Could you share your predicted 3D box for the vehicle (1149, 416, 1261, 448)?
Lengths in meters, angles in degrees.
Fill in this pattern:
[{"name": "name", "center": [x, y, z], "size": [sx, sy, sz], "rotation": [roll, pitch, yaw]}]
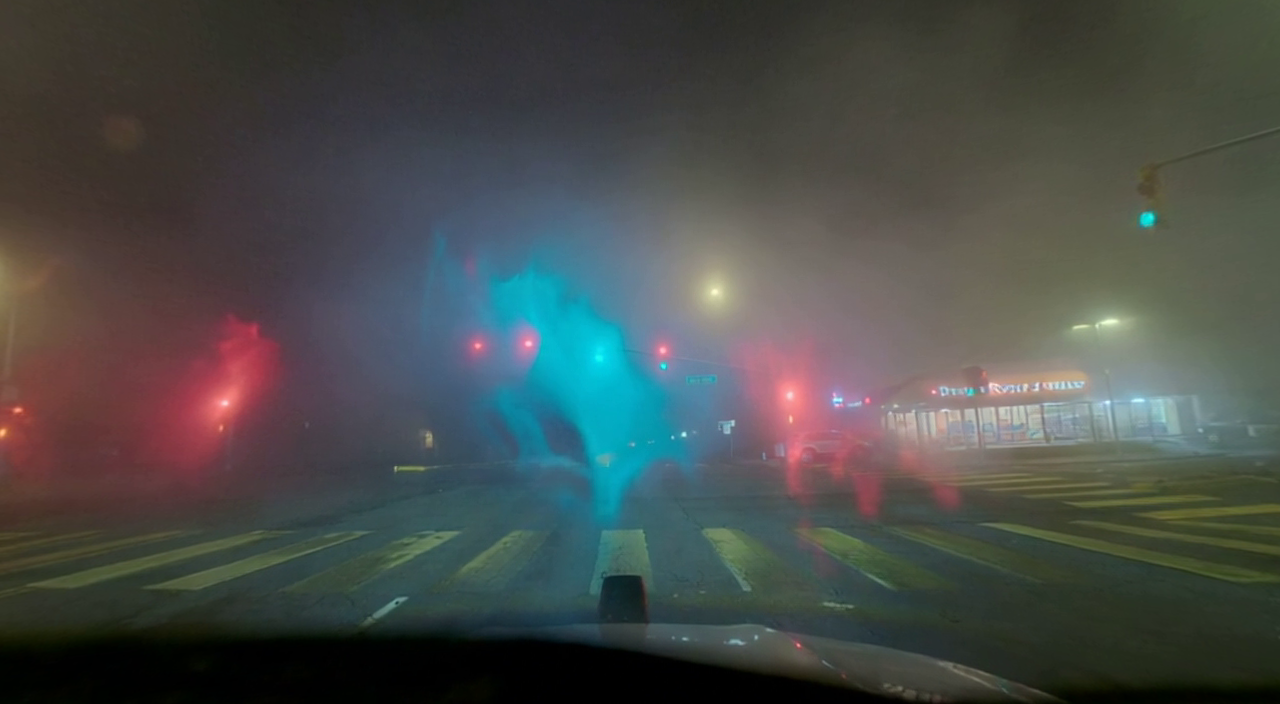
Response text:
[{"name": "vehicle", "center": [28.257, 4.073, 31.723], "size": [1.799, 1.459, 4.266], "rotation": [0, -8, 3]}]
